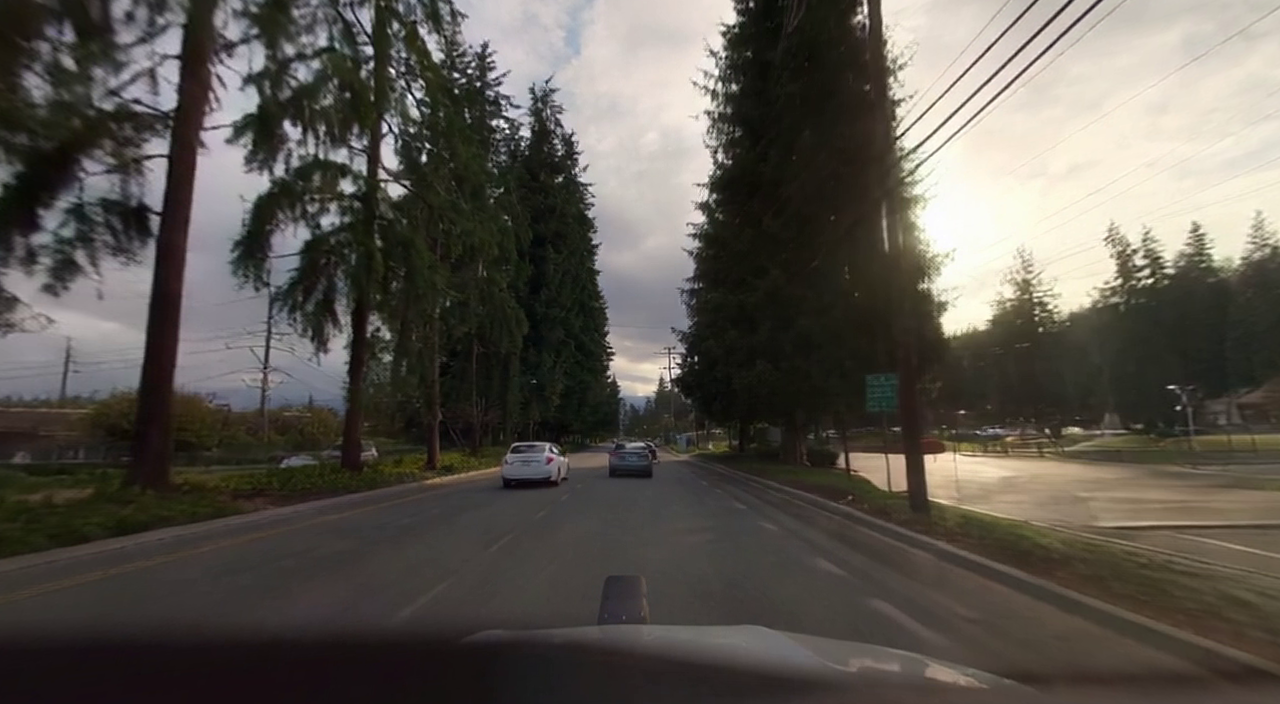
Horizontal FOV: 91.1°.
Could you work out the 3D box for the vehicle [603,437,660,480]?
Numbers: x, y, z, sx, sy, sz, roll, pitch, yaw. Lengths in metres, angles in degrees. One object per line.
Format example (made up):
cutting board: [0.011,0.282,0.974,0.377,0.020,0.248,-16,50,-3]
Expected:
vehicle: [-0.284,4.027,24.025,1.991,1.463,3.988,0,-8,0]

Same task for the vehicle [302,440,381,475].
vehicle: [-16.119,5.697,34.221,2.061,1.772,4.501,0,-8,1]
